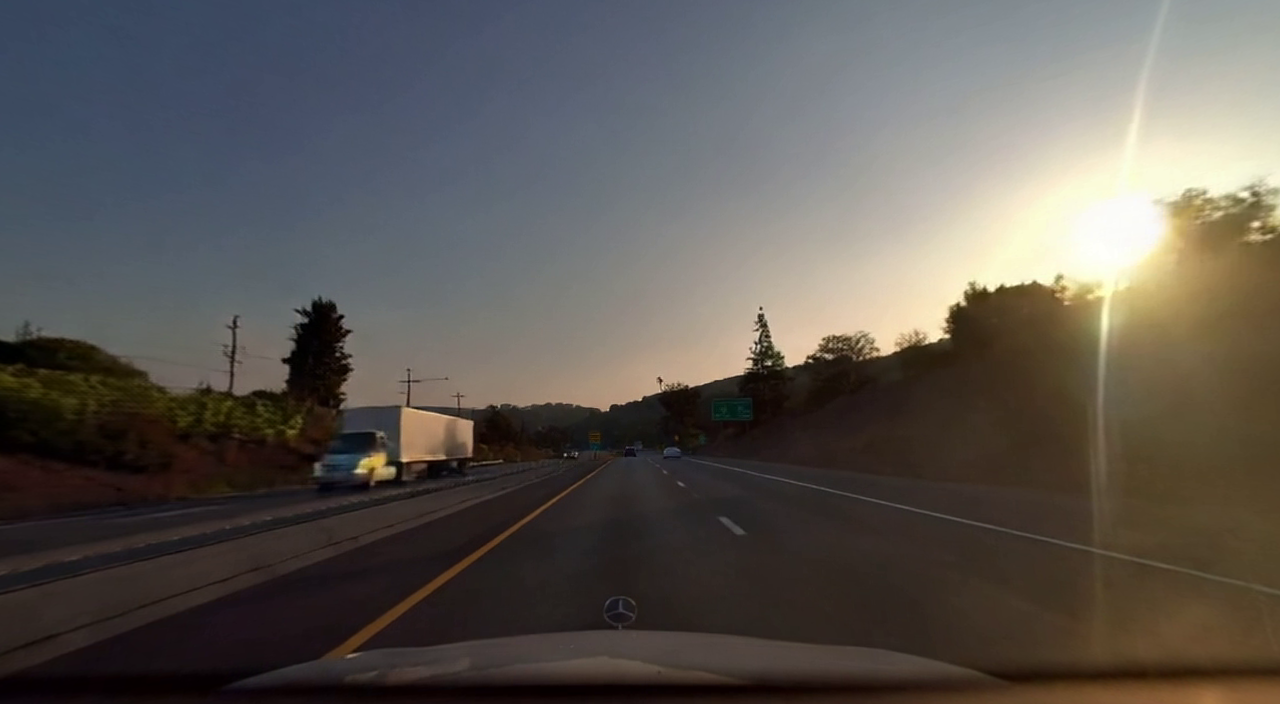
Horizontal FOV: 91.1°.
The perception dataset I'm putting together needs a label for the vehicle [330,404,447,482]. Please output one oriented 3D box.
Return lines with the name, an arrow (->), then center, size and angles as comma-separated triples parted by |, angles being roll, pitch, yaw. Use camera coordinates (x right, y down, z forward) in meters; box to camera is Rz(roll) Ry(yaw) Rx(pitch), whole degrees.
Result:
vehicle -> -14.491, 5.462, 37.443 | 2.940, 3.967, 9.843 | 0, -9, -1
